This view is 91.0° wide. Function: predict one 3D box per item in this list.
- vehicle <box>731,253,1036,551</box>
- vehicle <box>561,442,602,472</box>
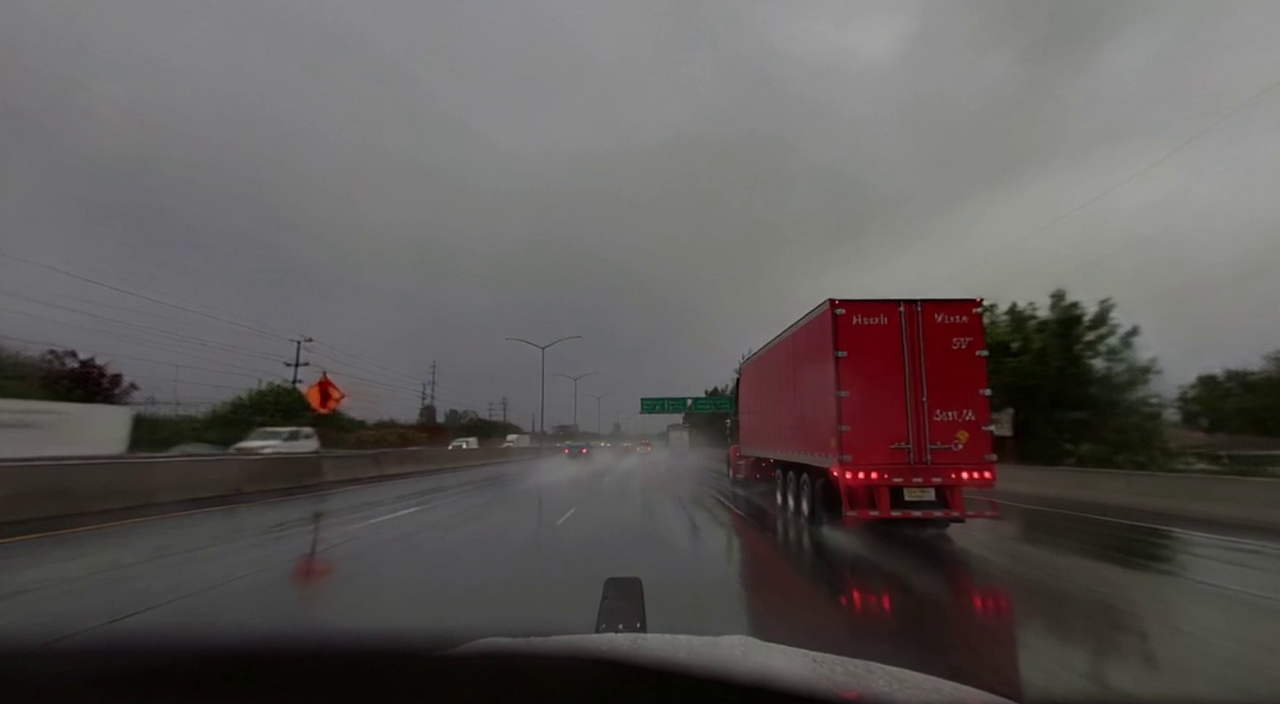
[{"bbox_3d":[3.750,1.147,12.146,3.042,4.037,7.253,0,-9,1],"label":"vehicle"},{"bbox_3d":[-3.401,6.234,37.507,2.000,1.658,4.155,0,-9,1],"label":"vehicle"}]
